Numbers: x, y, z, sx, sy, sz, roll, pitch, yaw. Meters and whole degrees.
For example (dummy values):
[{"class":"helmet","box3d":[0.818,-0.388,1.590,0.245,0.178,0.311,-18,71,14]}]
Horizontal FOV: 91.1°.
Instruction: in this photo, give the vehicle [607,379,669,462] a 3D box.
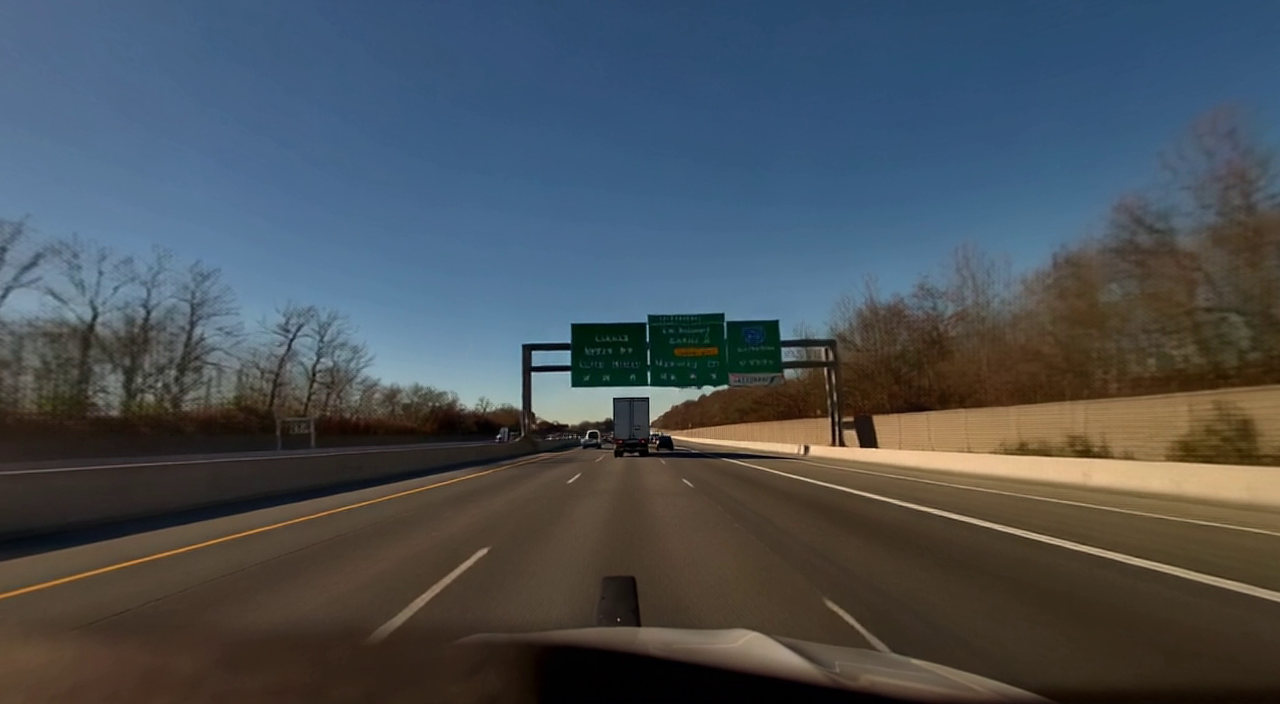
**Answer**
[{"class":"vehicle","box3d":[-0.179,4.358,38.286,2.965,3.972,16.689,0,-8,-1]}]
